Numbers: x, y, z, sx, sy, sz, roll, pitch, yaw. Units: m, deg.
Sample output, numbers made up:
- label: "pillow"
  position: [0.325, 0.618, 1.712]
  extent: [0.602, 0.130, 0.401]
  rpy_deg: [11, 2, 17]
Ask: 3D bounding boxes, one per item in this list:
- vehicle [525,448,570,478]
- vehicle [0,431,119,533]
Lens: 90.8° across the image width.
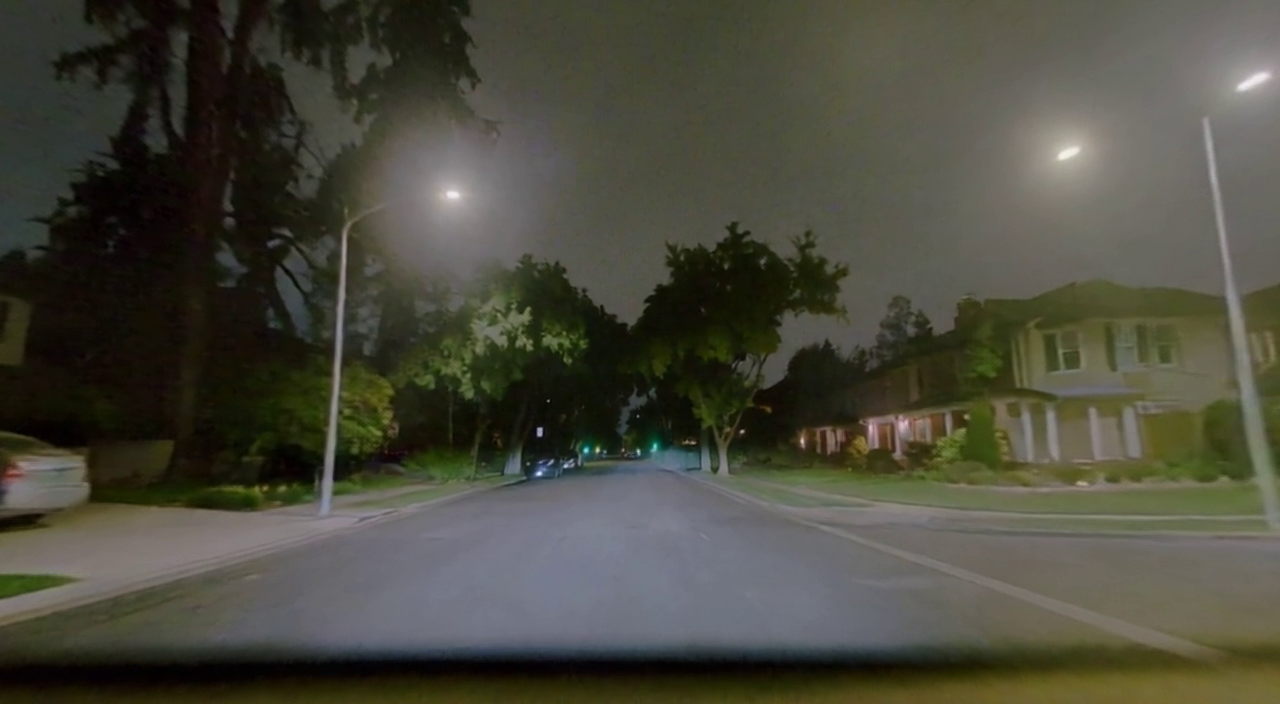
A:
- label: "vehicle"
  position: [-6.154, 7.469, 42.729]
  extent: [2.341, 1.886, 5.684]
  rpy_deg: [1, -9, -2]
- label: "vehicle"
  position: [-14.245, 2.446, 12.258]
  extent: [5.863, 1.773, 2.451]
  rpy_deg: [1, -9, -4]
